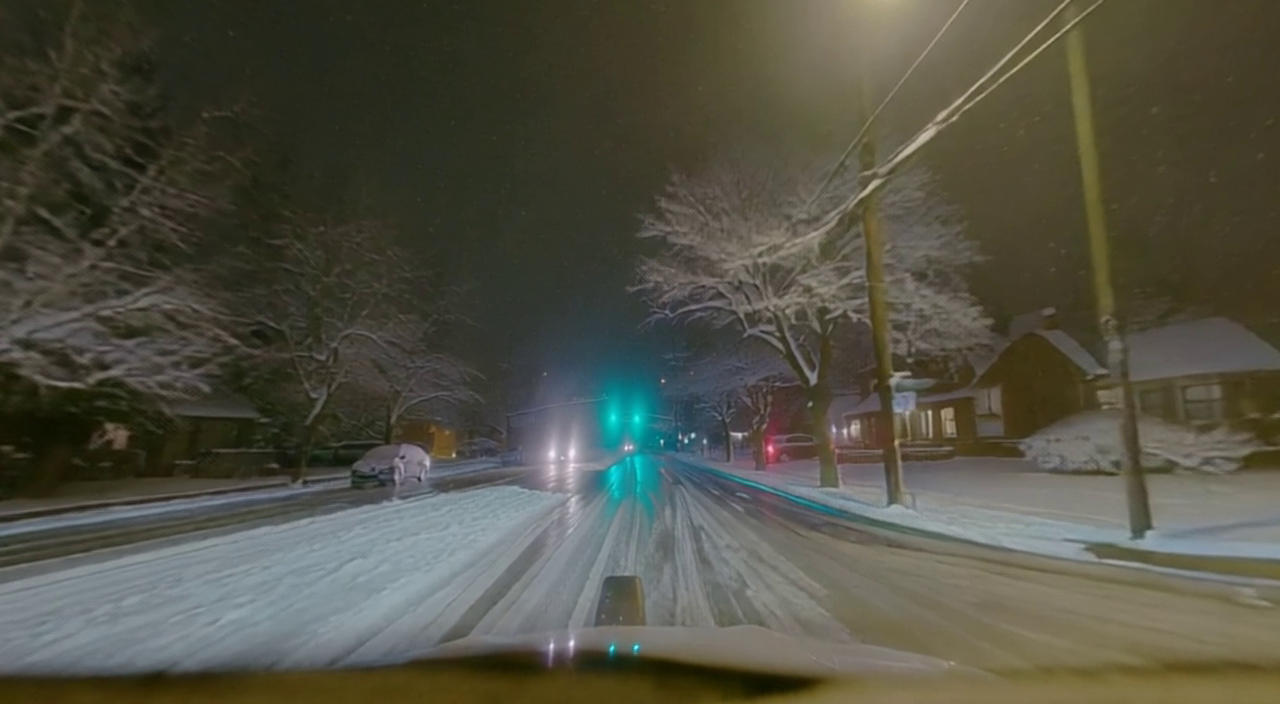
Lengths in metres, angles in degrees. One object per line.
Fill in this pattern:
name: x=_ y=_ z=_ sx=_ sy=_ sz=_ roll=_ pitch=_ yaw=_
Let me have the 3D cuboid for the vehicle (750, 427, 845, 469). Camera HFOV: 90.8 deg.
vehicle: x=9.602 y=5.762 z=38.462 sx=5.565 sy=2.036 sz=1.907 roll=-1 pitch=-5 yaw=-26

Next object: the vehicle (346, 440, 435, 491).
vehicle: x=-11.332 y=5.127 z=29.130 sx=2.024 sy=1.795 sz=5.054 roll=-10 pitch=-8 yaw=-3
